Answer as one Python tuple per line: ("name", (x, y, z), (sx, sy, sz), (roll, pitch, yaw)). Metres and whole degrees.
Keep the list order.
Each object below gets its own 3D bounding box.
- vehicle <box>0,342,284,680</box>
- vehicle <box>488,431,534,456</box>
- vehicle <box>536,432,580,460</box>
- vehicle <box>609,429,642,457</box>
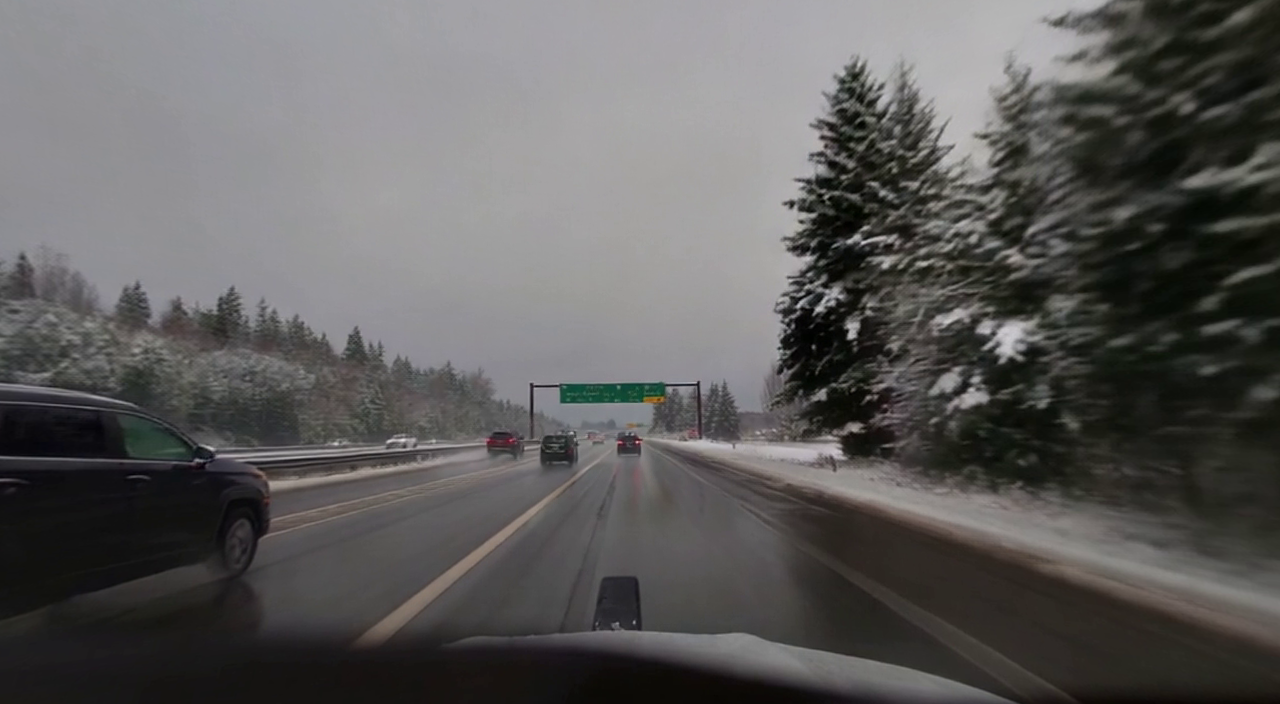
("vehicle", (-4.480, 0.939, 3.955), (1.971, 1.822, 4.366), (0, -7, -1))
("vehicle", (-8.348, 5.967, 41.056), (1.953, 1.524, 4.863), (0, -7, 0))
("vehicle", (-4.448, 5.176, 34.749), (1.909, 1.445, 4.087), (0, -7, 0))
("vehicle", (-0.880, 5.731, 39.743), (2.002, 1.611, 3.778), (0, -7, -1))
